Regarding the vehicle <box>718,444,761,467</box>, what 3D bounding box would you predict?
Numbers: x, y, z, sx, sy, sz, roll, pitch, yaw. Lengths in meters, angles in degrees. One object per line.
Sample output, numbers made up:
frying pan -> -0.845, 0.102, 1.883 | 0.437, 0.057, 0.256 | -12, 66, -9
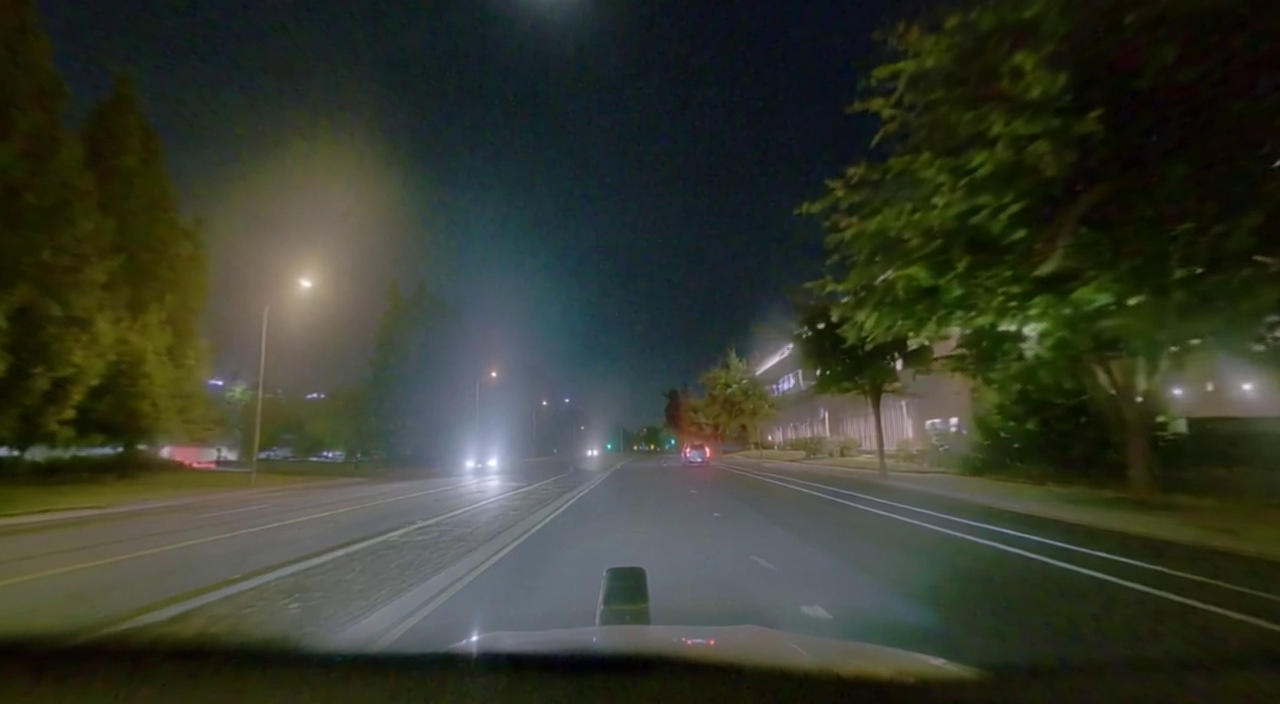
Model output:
vehicle -> 6.725, 7.029, 43.051 | 2.100, 1.491, 4.563 | 0, -9, -1

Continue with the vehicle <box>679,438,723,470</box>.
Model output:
vehicle -> 3.558, 6.090, 37.770 | 2.143, 1.759, 4.378 | 0, -9, -1

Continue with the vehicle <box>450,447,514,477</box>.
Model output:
vehicle -> -8.427, 5.917, 34.133 | 2.283, 1.509, 4.272 | 0, -9, 1
